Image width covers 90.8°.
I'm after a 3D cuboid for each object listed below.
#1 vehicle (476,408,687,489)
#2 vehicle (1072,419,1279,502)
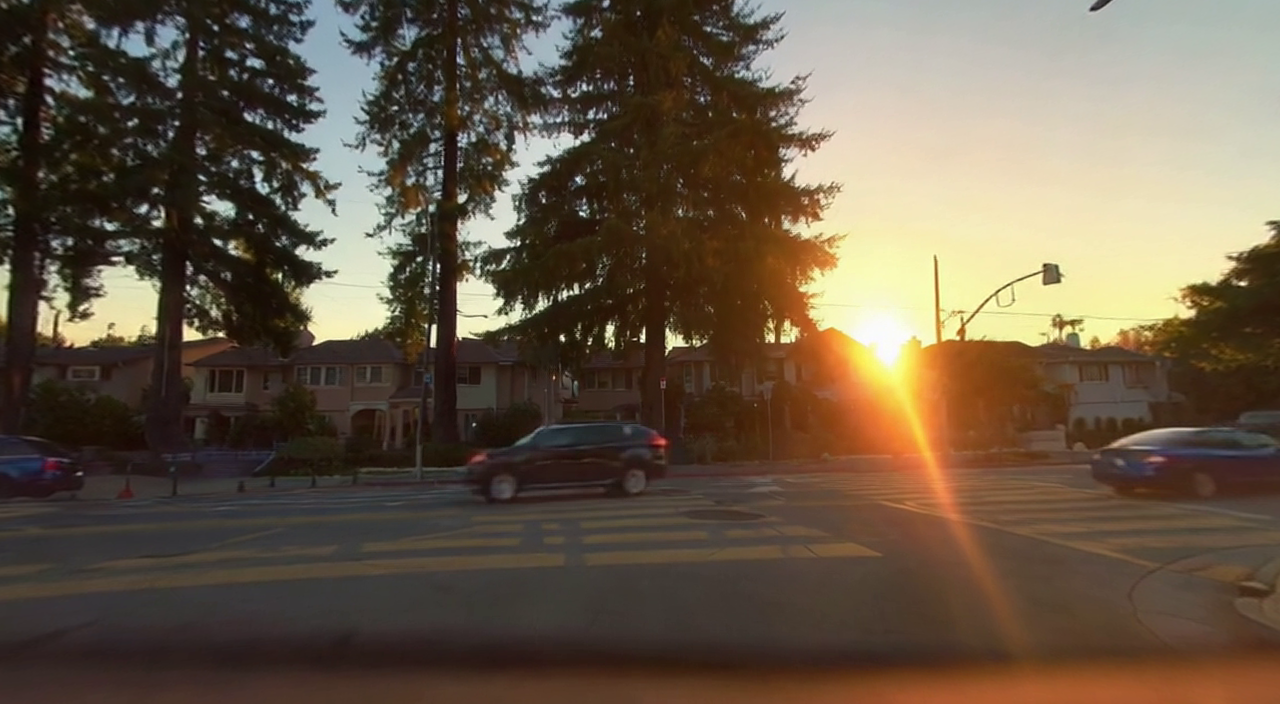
[{"bbox_3d":[-1.503,2.402,15.893,4.882,1.783,2.093,3,-9,-18],"label":"vehicle"},{"bbox_3d":[11.170,2.067,12.299,4.517,1.419,1.836,2,-9,-12],"label":"vehicle"}]
